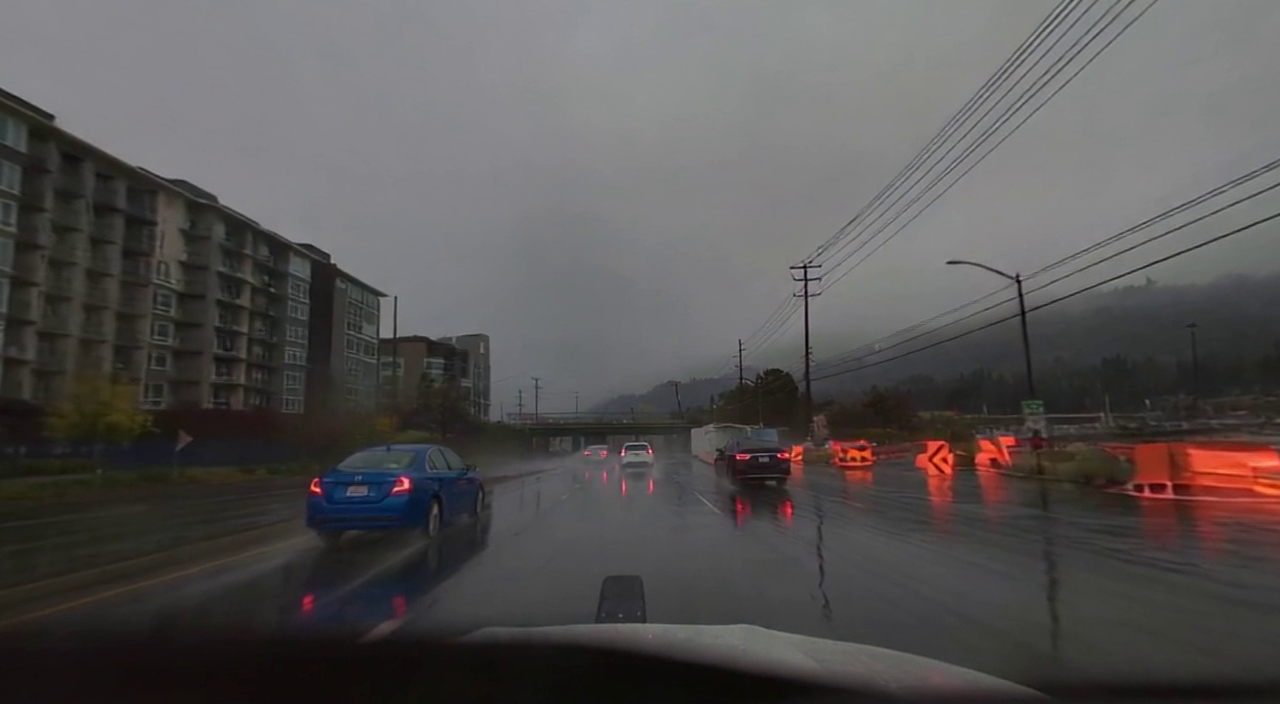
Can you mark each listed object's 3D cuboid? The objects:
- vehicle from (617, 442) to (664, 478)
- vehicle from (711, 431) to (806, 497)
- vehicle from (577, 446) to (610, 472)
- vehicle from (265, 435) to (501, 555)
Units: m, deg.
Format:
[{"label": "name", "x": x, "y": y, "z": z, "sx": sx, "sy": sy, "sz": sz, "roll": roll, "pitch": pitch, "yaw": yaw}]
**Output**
[{"label": "vehicle", "x": -0.005, "y": 5.522, "z": 32.677, "sx": 2.291, "sy": 1.714, "sz": 4.217, "roll": 0, "pitch": -8, "yaw": -1}, {"label": "vehicle", "x": 3.516, "y": 3.395, "z": 19.614, "sx": 2.029, "sy": 1.797, "sz": 4.218, "roll": 0, "pitch": -8, "yaw": -2}, {"label": "vehicle", "x": -3.475, "y": 8.086, "z": 47.890, "sx": 2.190, "sy": 1.832, "sz": 4.417, "roll": 0, "pitch": -8, "yaw": 0}, {"label": "vehicle", "x": -3.668, "y": 2.095, "z": 10.014, "sx": 1.968, "sy": 1.473, "sz": 4.209, "roll": 0, "pitch": -8, "yaw": 0}]
